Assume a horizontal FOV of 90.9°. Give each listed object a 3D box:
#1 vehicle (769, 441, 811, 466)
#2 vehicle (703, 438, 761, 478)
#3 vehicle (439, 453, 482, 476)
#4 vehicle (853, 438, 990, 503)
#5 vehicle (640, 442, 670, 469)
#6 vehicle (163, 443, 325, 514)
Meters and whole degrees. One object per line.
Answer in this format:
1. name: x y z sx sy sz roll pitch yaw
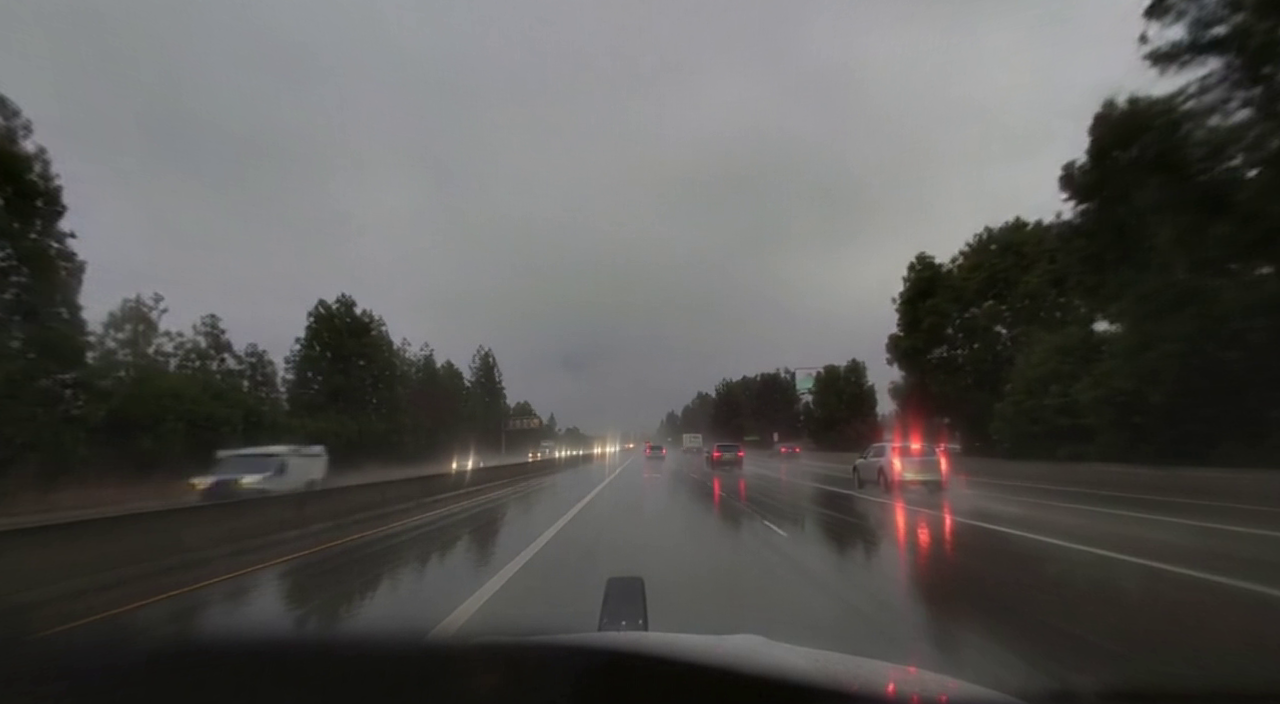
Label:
1. vehicle: 11.564 7.873 49.006 2.028 1.801 4.503 0 -8 -1
2. vehicle: 4.469 5.232 31.448 2.075 1.845 4.667 0 -8 -1
3. vehicle: -13.653 8.558 48.205 1.890 1.559 4.509 -1 -8 2
4. vehicle: 7.626 3.212 17.604 1.807 1.558 4.352 0 -8 0
5. vehicle: 1.059 7.566 46.263 2.145 1.832 4.004 0 -8 0
6. vehicle: -13.196 4.180 21.577 2.014 2.072 5.382 0 -8 0
